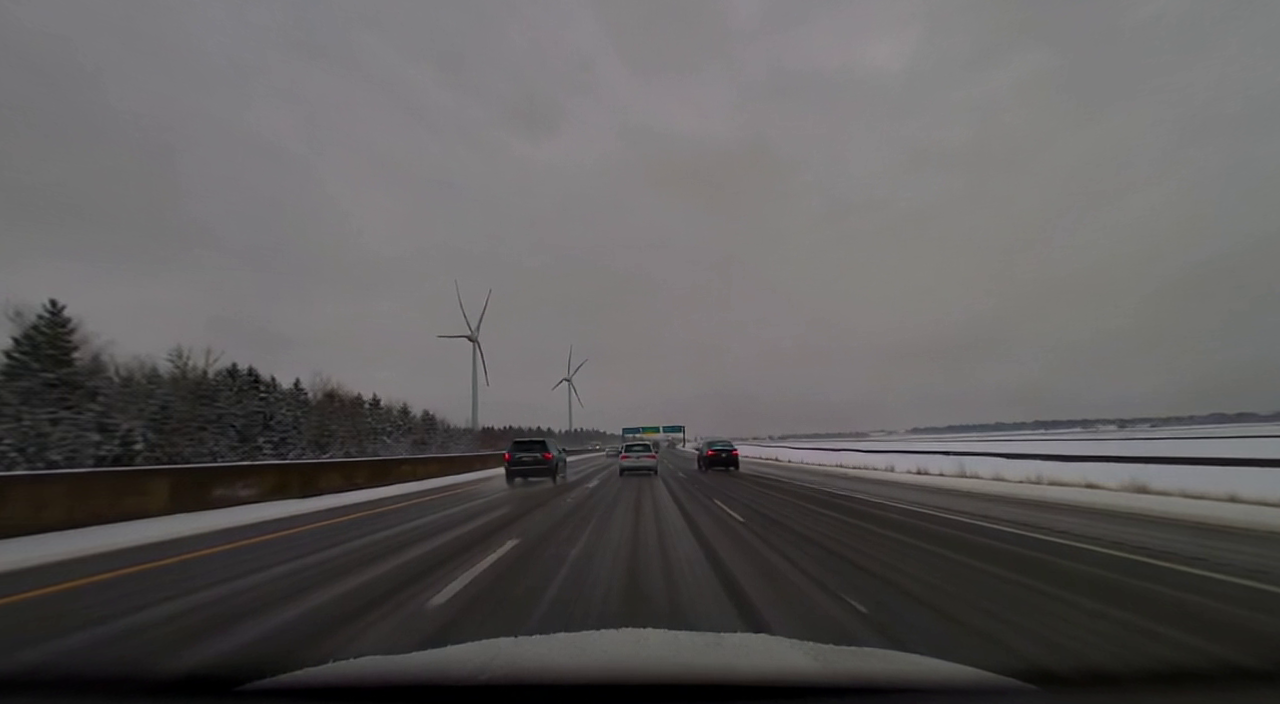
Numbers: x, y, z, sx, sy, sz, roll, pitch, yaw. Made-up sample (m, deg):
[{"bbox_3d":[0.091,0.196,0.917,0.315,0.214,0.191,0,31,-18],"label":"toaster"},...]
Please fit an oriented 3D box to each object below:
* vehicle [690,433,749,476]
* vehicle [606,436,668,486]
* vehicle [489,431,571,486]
[{"bbox_3d":[3.679,4.878,30.211,2.104,1.861,4.956,0,-9,-1],"label":"vehicle"},{"bbox_3d":[-0.120,3.965,23.228,2.083,1.653,3.787,0,-9,0],"label":"vehicle"},{"bbox_3d":[-3.907,3.896,23.293,2.131,1.784,4.635,-1,-9,1],"label":"vehicle"}]
